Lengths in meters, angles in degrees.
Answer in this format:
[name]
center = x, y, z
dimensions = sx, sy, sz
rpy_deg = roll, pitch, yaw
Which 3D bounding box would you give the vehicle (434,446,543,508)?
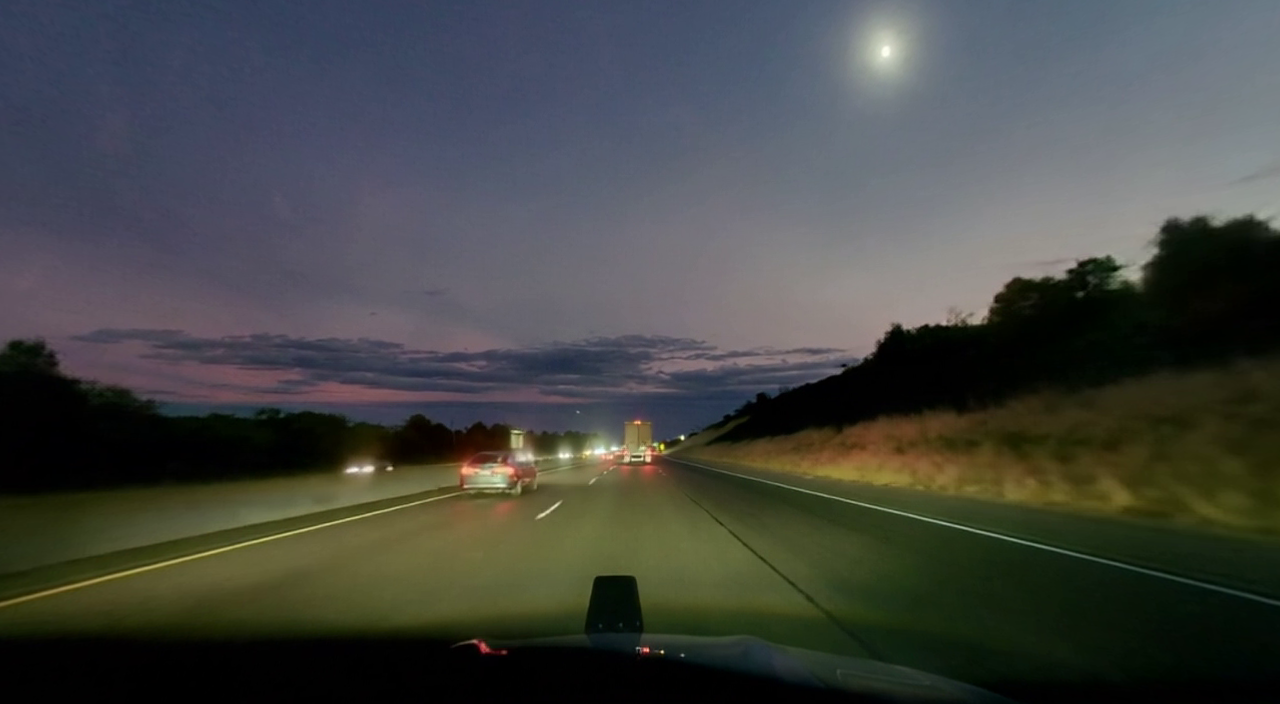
[vehicle]
center = -4.128, 3.457, 17.941
dimensions = 2.051, 1.537, 4.111
rpy_deg = 0, -9, 1
